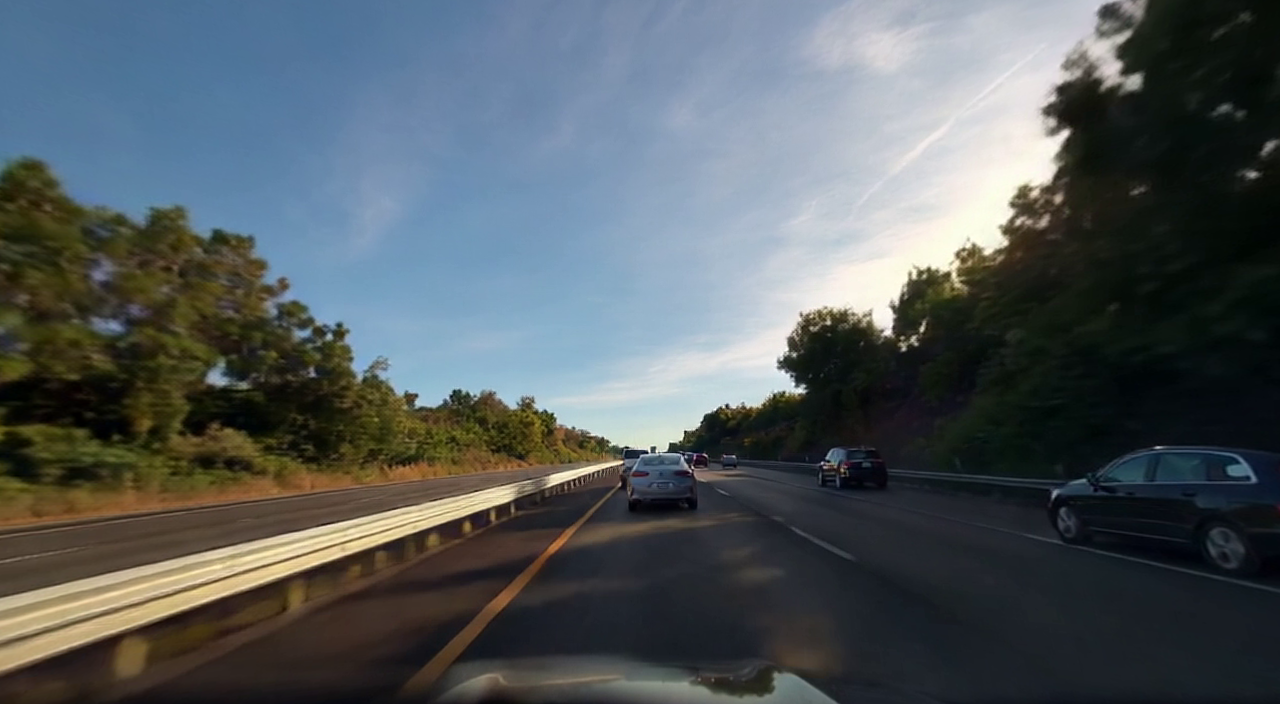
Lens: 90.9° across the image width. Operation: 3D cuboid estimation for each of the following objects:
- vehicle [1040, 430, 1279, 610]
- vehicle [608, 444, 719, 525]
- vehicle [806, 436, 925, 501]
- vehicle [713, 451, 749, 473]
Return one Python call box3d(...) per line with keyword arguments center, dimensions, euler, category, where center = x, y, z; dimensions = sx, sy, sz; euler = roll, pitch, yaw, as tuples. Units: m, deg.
box3d(center=(6.298, 1.548, 6.229), dimensions=(1.965, 1.484, 4.090), euler=(0, -9, 0), category="vehicle")
box3d(center=(0.437, 2.804, 13.804), dimensions=(2.076, 1.485, 3.774), euler=(0, -9, 0), category="vehicle")
box3d(center=(6.635, 3.481, 19.138), dimensions=(1.980, 1.702, 4.235), euler=(0, -9, -1), category="vehicle")
box3d(center=(6.376, 7.743, 44.560), dimensions=(1.921, 1.451, 3.841), euler=(0, -9, -1), category="vehicle")
